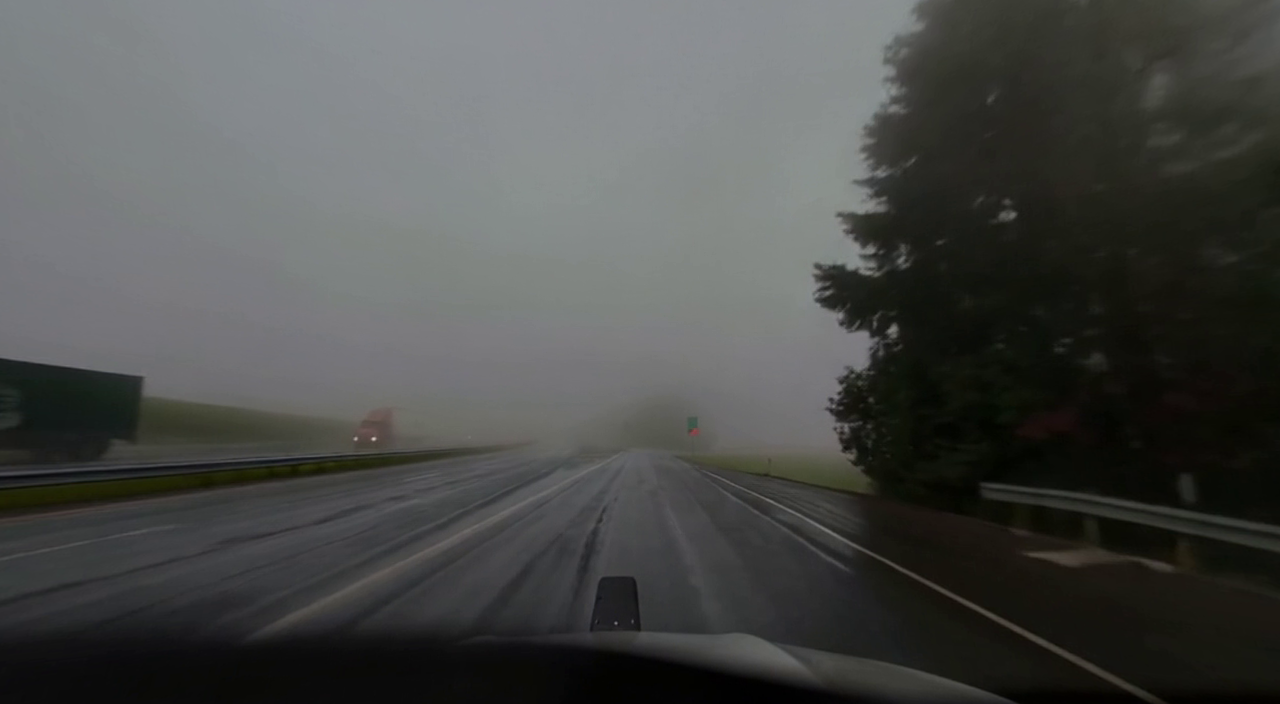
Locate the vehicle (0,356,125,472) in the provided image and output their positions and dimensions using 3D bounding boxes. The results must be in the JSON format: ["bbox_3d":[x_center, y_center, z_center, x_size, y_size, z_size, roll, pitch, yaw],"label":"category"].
[{"bbox_3d":[-23.659,1.907,20.079,2.832,3.989,14.520,0,-8,-3],"label":"vehicle"}]
